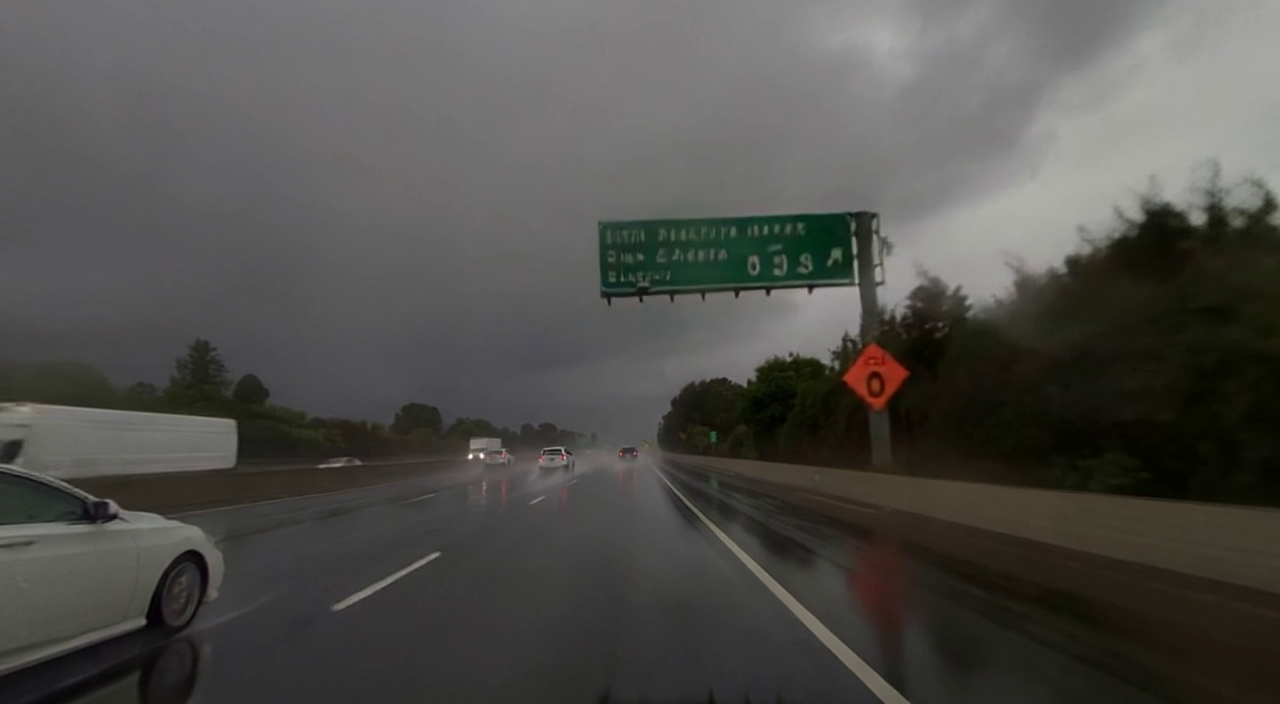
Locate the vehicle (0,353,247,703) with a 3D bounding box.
[{"bbox_3d":[-4.072,0.832,2.486,2.074,1.779,4.588,0,-9,-1],"label":"vehicle"}]

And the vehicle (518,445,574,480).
[{"bbox_3d":[-4.251,5.081,29.002,1.988,1.477,4.118,0,-9,0],"label":"vehicle"}]

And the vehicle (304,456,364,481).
[{"bbox_3d":[-20.513,7.818,42.223,1.910,1.488,4.379,0,-9,-1],"label":"vehicle"}]

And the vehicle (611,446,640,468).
[{"bbox_3d":[-1.056,7.635,45.632,2.023,1.479,3.718,0,-9,-1],"label":"vehicle"}]

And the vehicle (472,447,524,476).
[{"bbox_3d":[-7.782,6.011,34.632,1.936,1.516,3.904,0,-9,0],"label":"vehicle"}]
